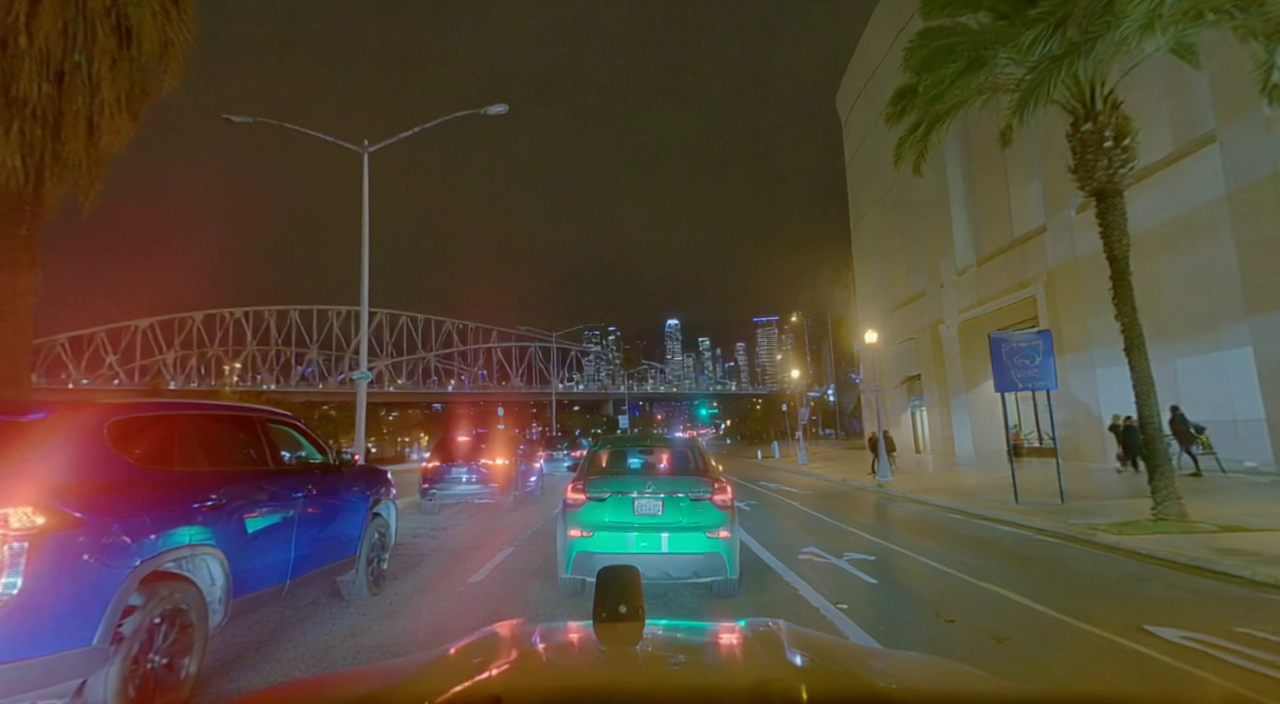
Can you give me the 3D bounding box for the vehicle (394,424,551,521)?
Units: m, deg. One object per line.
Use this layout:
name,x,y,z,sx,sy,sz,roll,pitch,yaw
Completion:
vehicle,-3.180,2.379,12.943,1.955,1.637,4.032,0,-8,2

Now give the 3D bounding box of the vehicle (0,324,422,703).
vehicle,-3.268,1.068,4.195,2.014,1.740,4.359,0,-8,1

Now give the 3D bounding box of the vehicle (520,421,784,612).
vehicle,0.077,1.586,7.034,2.036,1.461,4.129,0,-8,0
